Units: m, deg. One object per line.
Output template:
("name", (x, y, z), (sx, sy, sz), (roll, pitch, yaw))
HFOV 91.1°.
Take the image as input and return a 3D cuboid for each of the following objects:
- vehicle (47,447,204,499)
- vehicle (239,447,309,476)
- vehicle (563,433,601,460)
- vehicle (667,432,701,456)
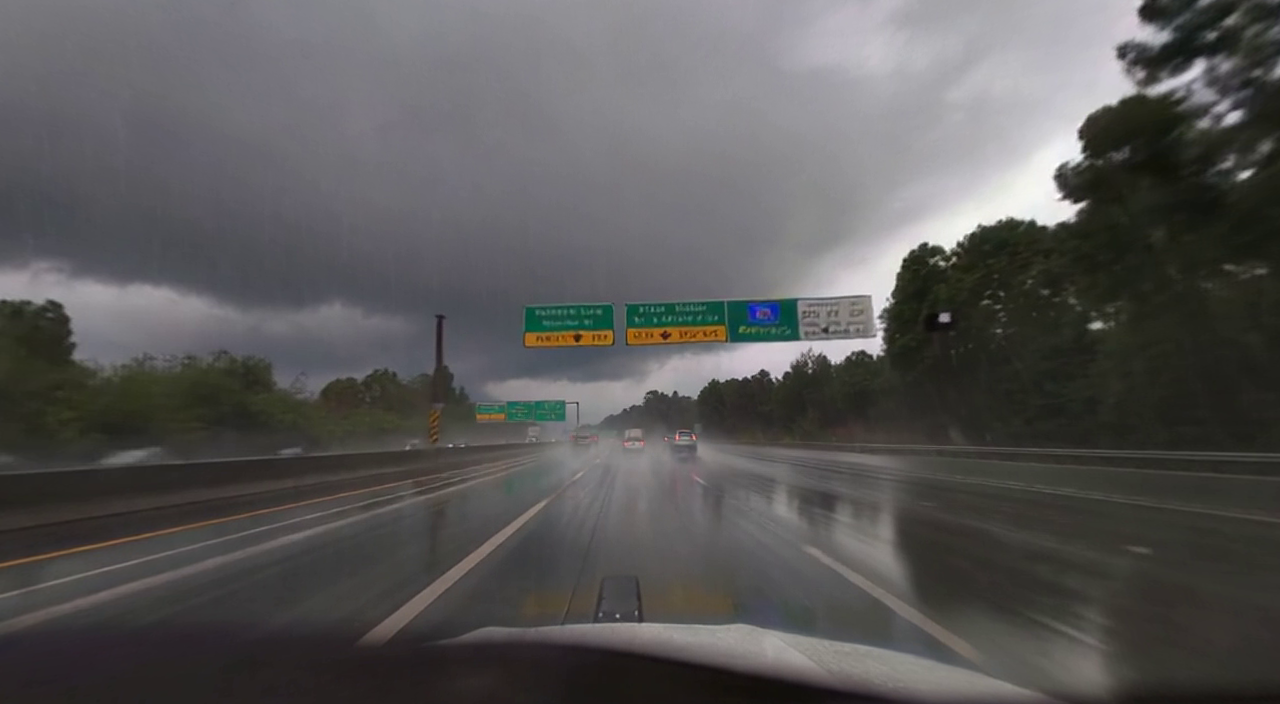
("vehicle", (-17.288, 4.039, 21.448), (1.854, 1.500, 4.150), (0, -8, -1))
("vehicle", (-22.014, 6.573, 37.998), (1.814, 1.516, 4.103), (0, -8, 0))
("vehicle", (-3.558, 5.878, 39.299), (2.119, 1.629, 3.946), (0, -8, -2))
("vehicle", (3.142, 6.682, 45.739), (2.066, 1.673, 4.225), (0, -8, -2))
